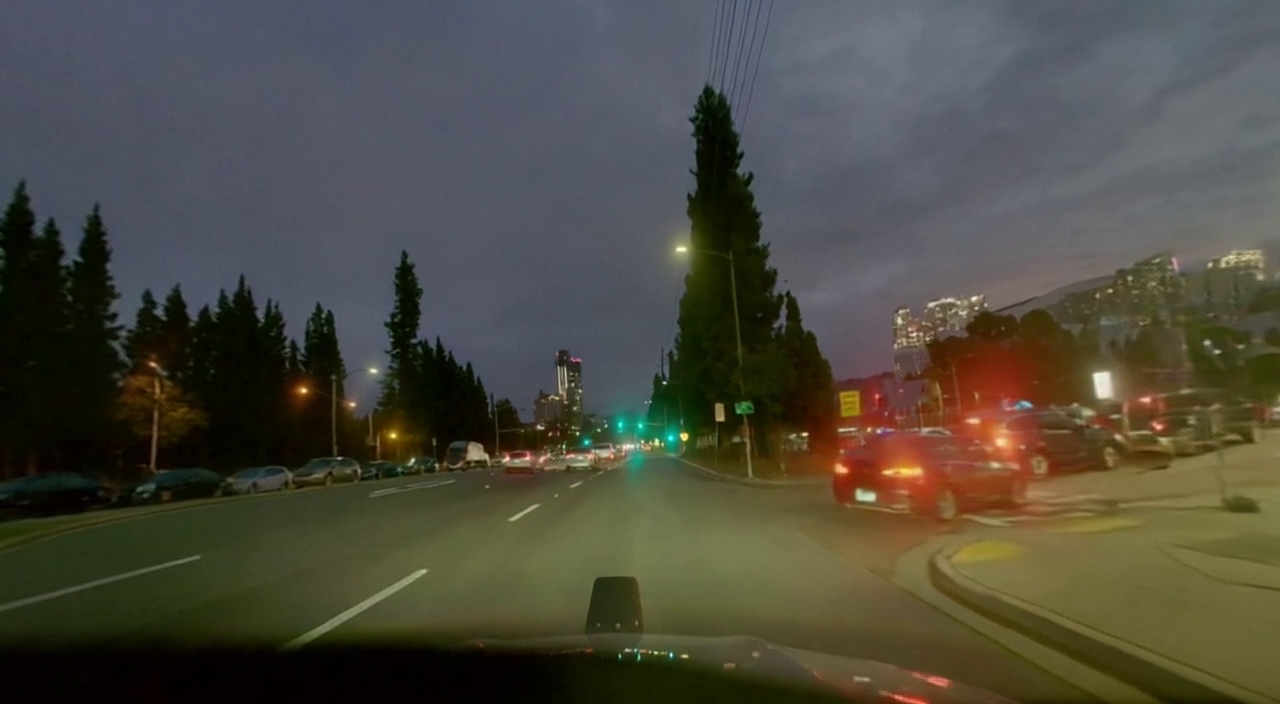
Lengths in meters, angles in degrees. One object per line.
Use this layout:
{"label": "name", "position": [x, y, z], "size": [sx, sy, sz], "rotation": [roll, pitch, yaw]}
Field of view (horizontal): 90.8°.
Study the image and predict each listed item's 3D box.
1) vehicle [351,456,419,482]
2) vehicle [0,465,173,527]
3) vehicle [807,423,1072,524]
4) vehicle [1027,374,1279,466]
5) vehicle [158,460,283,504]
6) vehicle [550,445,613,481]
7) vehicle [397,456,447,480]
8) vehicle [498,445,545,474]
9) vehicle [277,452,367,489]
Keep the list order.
{"label": "vehicle", "position": [-16.317, 7.467, 40.714], "size": [2.162, 1.480, 5.017], "rotation": [0, -8, 1]}
{"label": "vehicle", "position": [-16.661, 4.130, 18.634], "size": [1.981, 1.431, 4.862], "rotation": [0, -8, 1]}
{"label": "vehicle", "position": [5.561, 2.137, 11.667], "size": [4.504, 1.513, 2.208], "rotation": [5, -10, -31]}
{"label": "vehicle", "position": [13.673, 1.816, 16.311], "size": [6.193, 2.081, 2.569], "rotation": [2, -9, -15]}
{"label": "vehicle", "position": [-16.406, 5.075, 25.035], "size": [1.849, 1.472, 4.441], "rotation": [0, -8, 1]}
{"label": "vehicle", "position": [-2.616, 5.102, 29.414], "size": [2.235, 1.500, 4.420], "rotation": [-1, -8, 4]}
{"label": "vehicle", "position": [-16.049, 8.546, 46.783], "size": [2.024, 1.531, 4.580], "rotation": [0, -8, 1]}
{"label": "vehicle", "position": [-7.432, 6.754, 40.056], "size": [2.054, 1.744, 4.422], "rotation": [0, -8, 2]}
{"label": "vehicle", "position": [-16.356, 6.087, 32.825], "size": [2.073, 1.749, 4.770], "rotation": [0, -8, 1]}
